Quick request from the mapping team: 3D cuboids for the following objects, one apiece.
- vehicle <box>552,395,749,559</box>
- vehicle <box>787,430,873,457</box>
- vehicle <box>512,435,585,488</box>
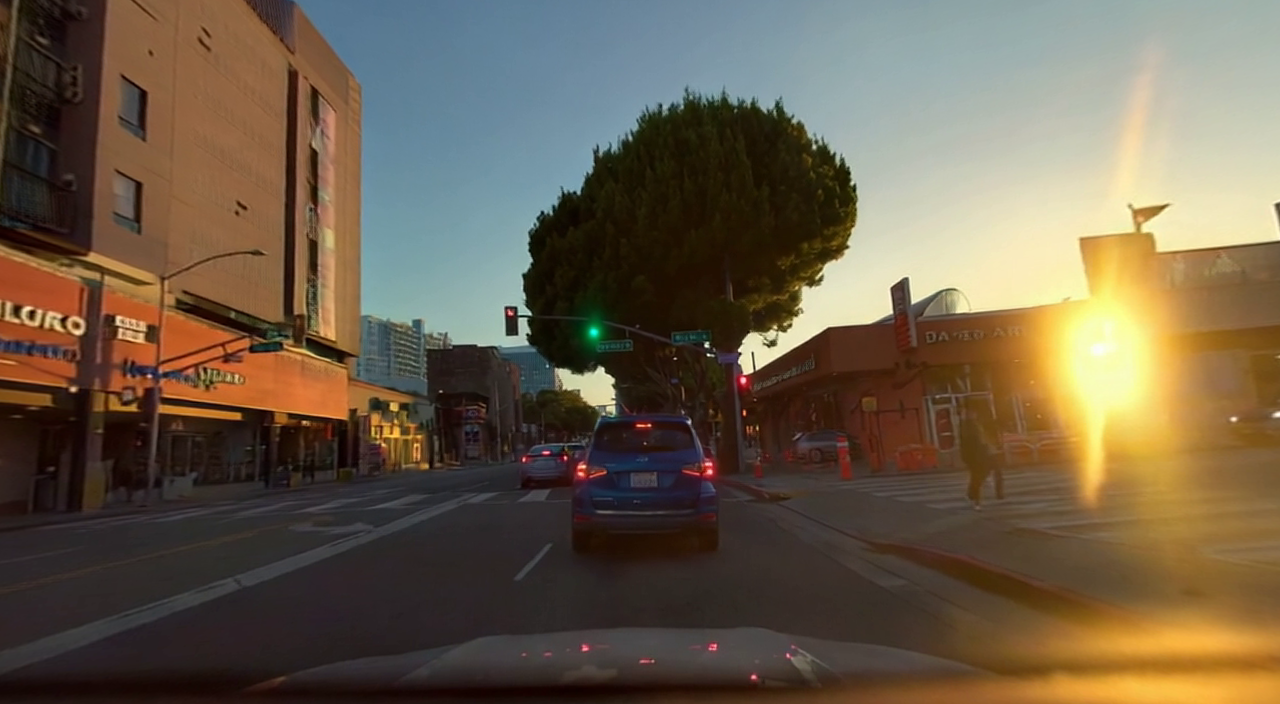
[{"bbox_3d":[0.066,1.849,10.077,2.352,1.953,4.796,0,-8,-1],"label":"vehicle"},{"bbox_3d":[10.932,5.287,36.600,4.426,1.490,1.862,-1,-8,3],"label":"vehicle"},{"bbox_3d":[-3.193,3.902,22.847,2.023,1.702,4.152,0,-8,0],"label":"vehicle"}]
